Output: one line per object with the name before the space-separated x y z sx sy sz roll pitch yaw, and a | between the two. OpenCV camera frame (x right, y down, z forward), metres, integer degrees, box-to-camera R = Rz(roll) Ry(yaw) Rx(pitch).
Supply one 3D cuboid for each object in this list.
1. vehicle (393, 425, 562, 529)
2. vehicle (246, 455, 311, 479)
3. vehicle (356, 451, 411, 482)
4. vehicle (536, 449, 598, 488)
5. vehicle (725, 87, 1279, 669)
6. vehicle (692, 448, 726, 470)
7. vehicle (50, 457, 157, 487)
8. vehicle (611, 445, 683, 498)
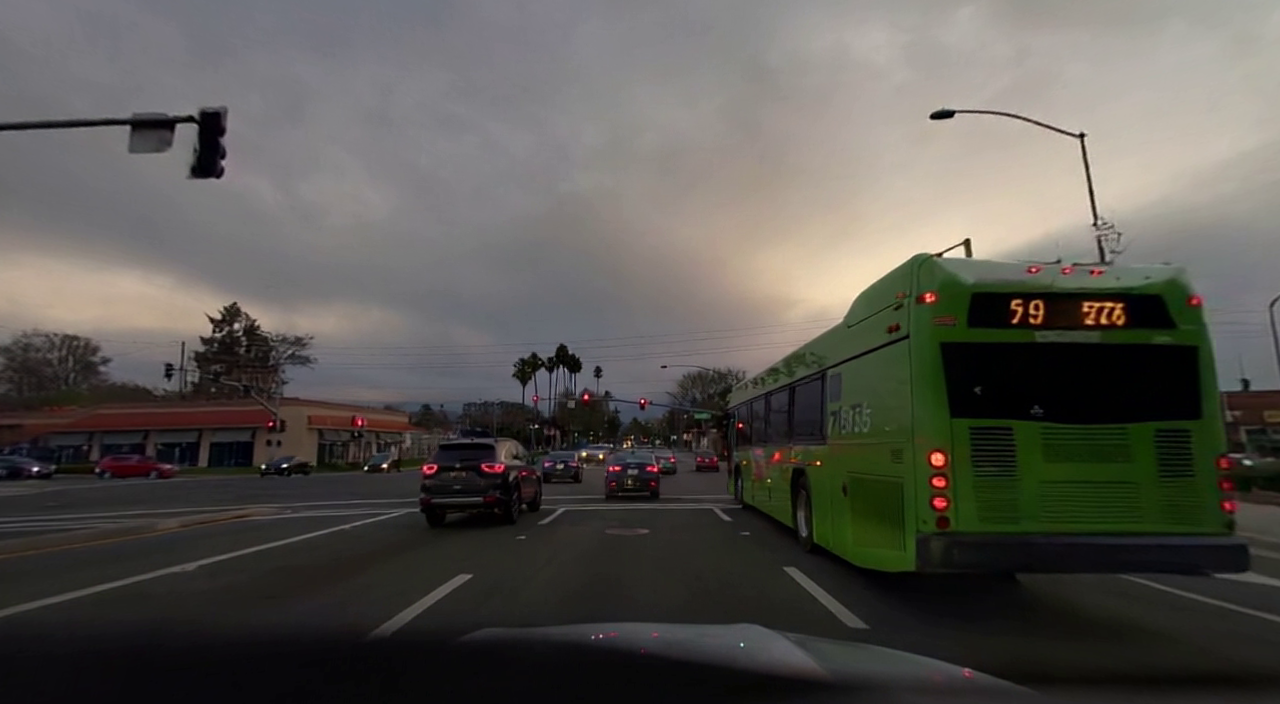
vehicle | -3.199 2.594 13.751 2.145 1.824 4.974 -1 -9 3
vehicle | -27.007 8.527 47.182 4.679 1.679 1.899 -5 -10 27
vehicle | -15.325 6.765 37.602 2.076 1.540 4.577 3 -8 -34
vehicle | -2.865 4.688 25.786 1.919 1.415 4.178 0 -9 2
vehicle | 3.908 1.055 11.044 3.068 4.026 13.534 0 -9 0
vehicle | 4.841 7.598 44.969 1.989 1.467 4.364 0 -9 1
vehicle | -34.746 7.773 41.060 4.872 1.622 2.022 -1 -9 -7
vehicle | 0.246 3.726 20.065 2.060 1.499 3.831 0 -9 2
